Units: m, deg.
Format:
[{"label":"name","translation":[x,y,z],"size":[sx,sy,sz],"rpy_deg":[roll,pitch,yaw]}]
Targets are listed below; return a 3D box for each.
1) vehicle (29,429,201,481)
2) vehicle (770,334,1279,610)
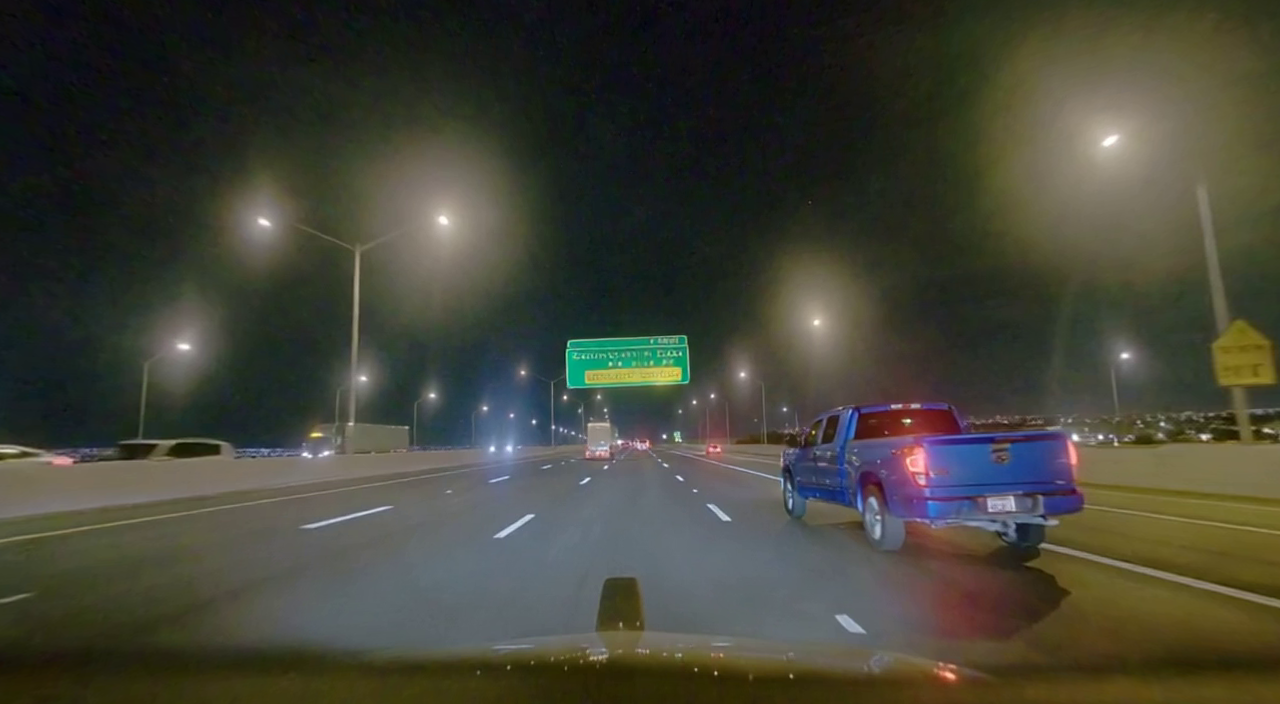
[{"label":"vehicle","translation":[-19.014,3.776,23.229],"size":[1.980,1.681,5.015],"rpy_deg":[0,-9,1]},{"label":"vehicle","translation":[3.588,1.356,7.875],"size":[2.593,2.110,6.016],"rpy_deg":[0,-9,0]}]
